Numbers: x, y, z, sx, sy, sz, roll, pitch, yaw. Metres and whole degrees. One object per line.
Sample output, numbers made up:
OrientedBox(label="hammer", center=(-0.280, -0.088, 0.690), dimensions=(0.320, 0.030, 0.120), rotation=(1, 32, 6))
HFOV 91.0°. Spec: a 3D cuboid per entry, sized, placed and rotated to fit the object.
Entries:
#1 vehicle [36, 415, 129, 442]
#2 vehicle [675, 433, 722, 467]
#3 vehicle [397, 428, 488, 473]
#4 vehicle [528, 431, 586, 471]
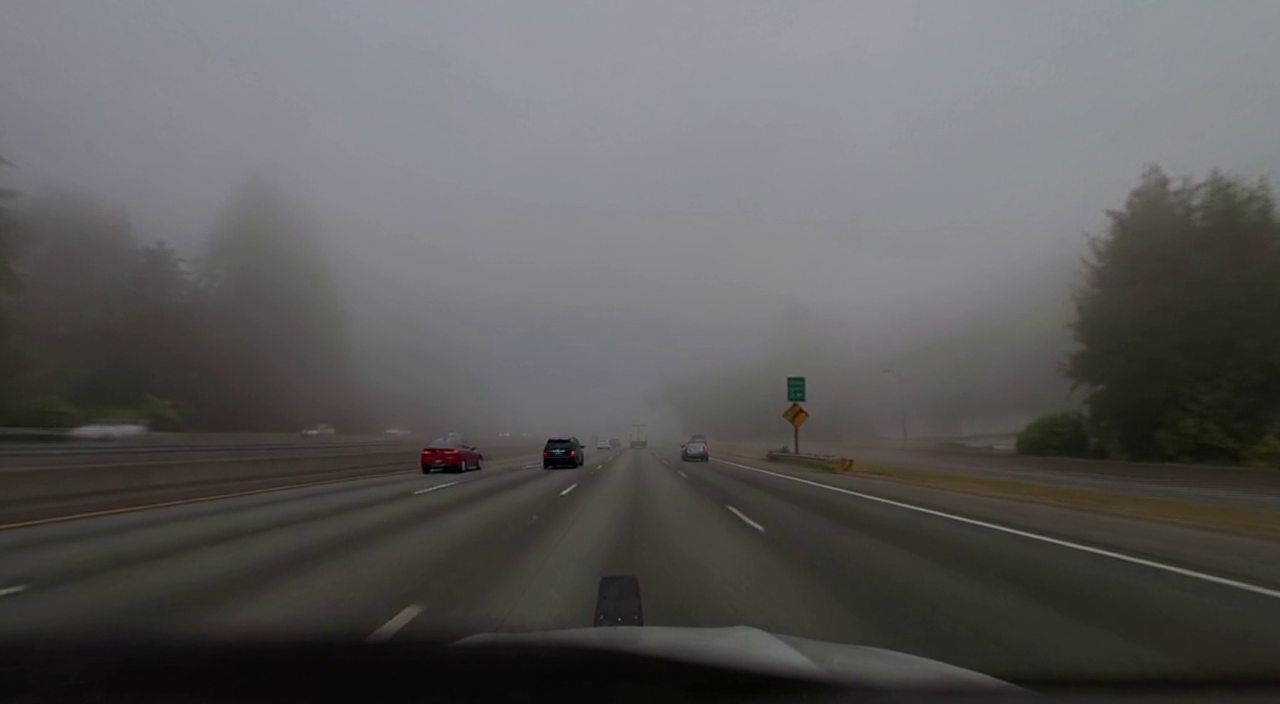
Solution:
OrientedBox(label="vehicle", center=(-31.903, 4.433, 36.161), dimensions=(1.800, 1.439, 3.761), rotation=(0, -9, 2))
OrientedBox(label="vehicle", center=(3.086, 5.297, 33.953), dimensions=(2.053, 1.698, 4.097), rotation=(0, -9, -1))
OrientedBox(label="vehicle", center=(-8.129, 4.123, 26.462), dimensions=(2.237, 1.703, 4.681), rotation=(0, -9, 0))
OrientedBox(label="vehicle", center=(-3.643, 4.462, 28.446), dimensions=(2.002, 1.680, 4.301), rotation=(0, -9, 0))
